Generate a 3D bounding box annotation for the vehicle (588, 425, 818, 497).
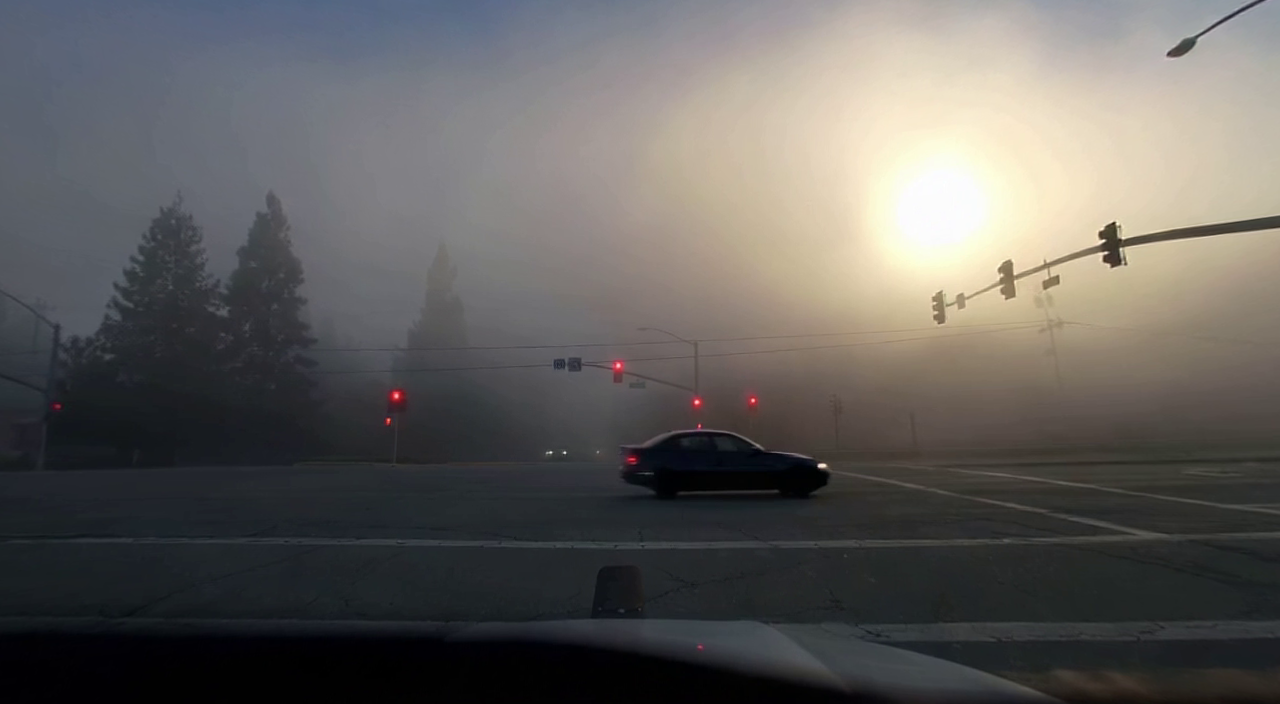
[{"bbox_3d":[1.248,2.371,13.963,4.736,1.445,1.933,0,-8,-3],"label":"vehicle"}]
